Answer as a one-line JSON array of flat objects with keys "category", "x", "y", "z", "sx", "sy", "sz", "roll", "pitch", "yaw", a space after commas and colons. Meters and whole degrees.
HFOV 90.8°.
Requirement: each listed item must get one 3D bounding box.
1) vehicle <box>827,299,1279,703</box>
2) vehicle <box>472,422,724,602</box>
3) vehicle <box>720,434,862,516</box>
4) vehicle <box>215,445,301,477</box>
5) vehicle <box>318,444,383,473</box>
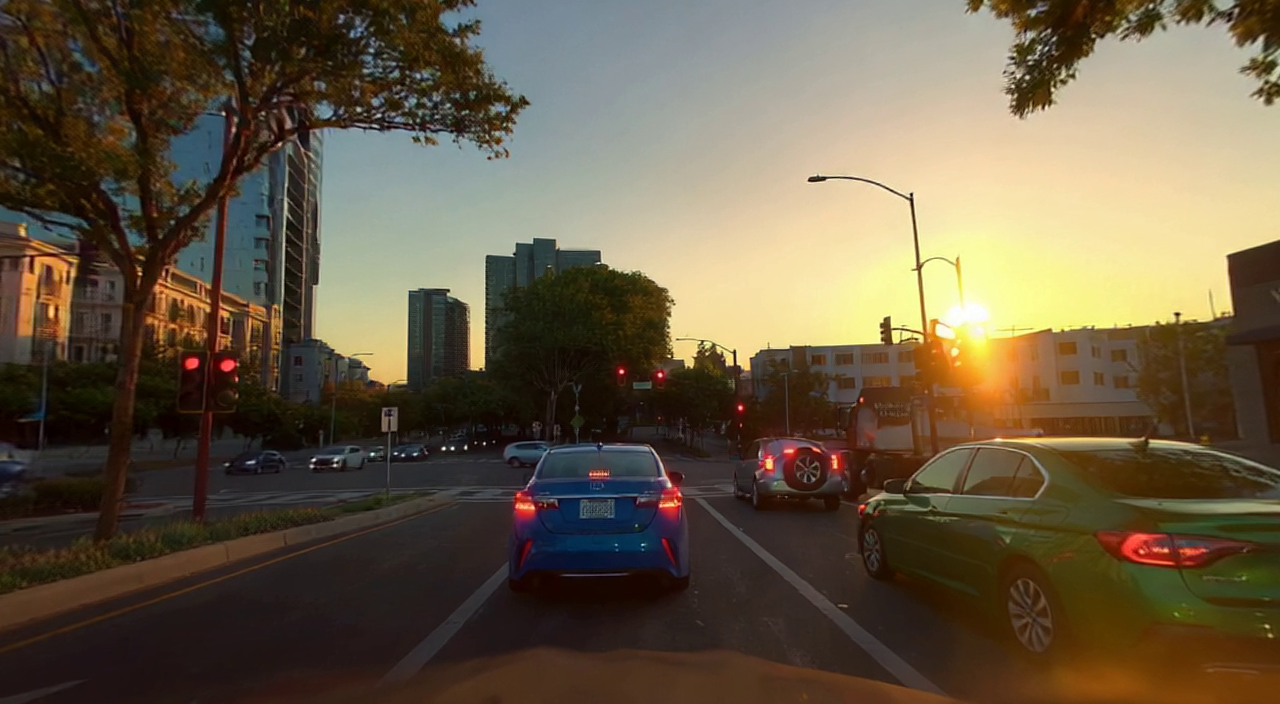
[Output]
[{"category": "vehicle", "x": 3.577, "y": 1.107, "z": 5.053, "sx": 2.572, "sy": 1.945, "sz": 5.065, "roll": 0, "pitch": -8, "yaw": 0}, {"category": "vehicle", "x": -0.370, "y": 1.651, "z": 7.380, "sx": 2.143, "sy": 1.520, "sz": 3.848, "roll": 0, "pitch": -8, "yaw": 0}, {"category": "vehicle", "x": 3.156, "y": 2.673, "z": 14.303, "sx": 2.026, "sy": 1.549, "sz": 4.559, "roll": 0, "pitch": -8, "yaw": -1}, {"category": "vehicle", "x": -21.648, "y": 6.168, "z": 36.042, "sx": 1.935, "sy": 1.701, "sz": 4.590, "roll": 0, "pitch": -8, "yaw": 1}, {"category": "vehicle", "x": -17.918, "y": 6.565, "z": 39.327, "sx": 1.976, "sy": 1.667, "sz": 4.274, "roll": 0, "pitch": -8, "yaw": 0}]
